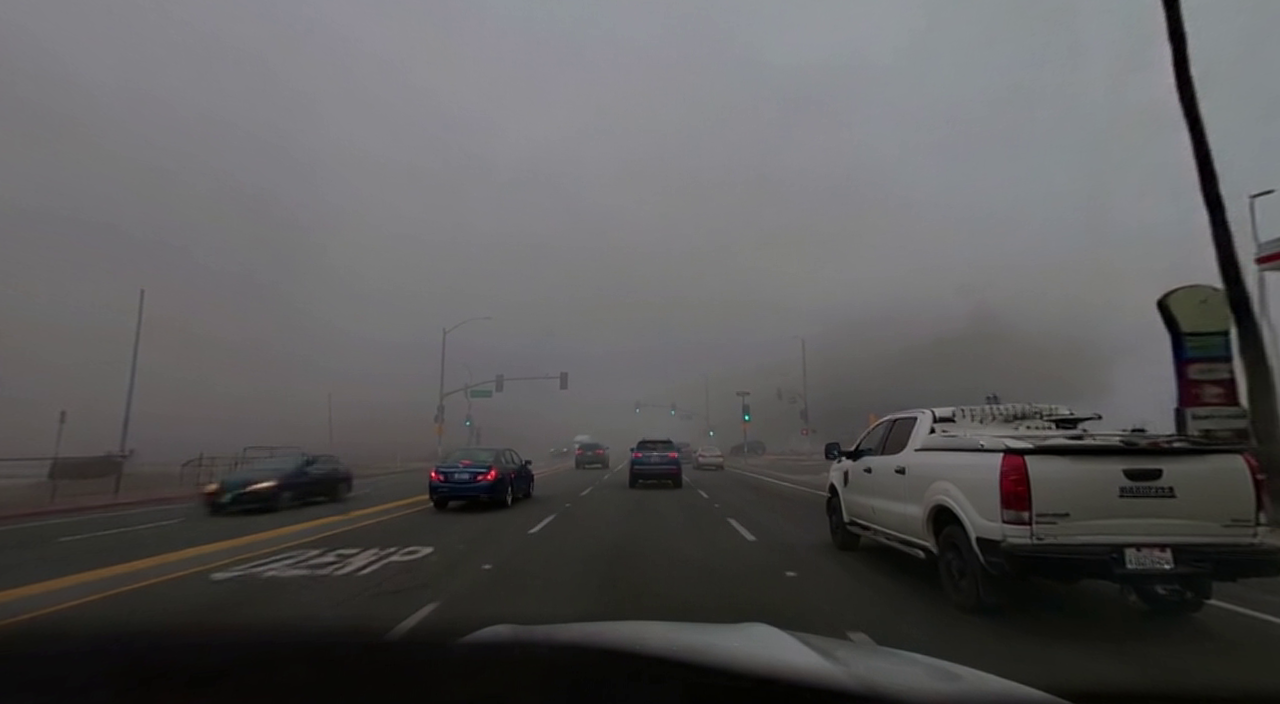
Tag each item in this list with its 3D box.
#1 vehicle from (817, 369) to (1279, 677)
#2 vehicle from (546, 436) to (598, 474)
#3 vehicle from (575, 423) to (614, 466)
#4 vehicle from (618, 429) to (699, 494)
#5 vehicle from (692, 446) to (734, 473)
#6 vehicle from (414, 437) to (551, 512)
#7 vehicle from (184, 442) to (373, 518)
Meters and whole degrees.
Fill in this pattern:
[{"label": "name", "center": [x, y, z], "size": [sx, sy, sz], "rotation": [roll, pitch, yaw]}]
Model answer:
[{"label": "vehicle", "center": [3.705, 1.407, 6.567], "size": [2.120, 1.828, 5.531], "rotation": [0, -8, 1]}, {"label": "vehicle", "center": [-3.485, 5.367, 32.912], "size": [2.071, 1.811, 4.605], "rotation": [0, -8, 2]}, {"label": "vehicle", "center": [-3.209, 6.628, 45.062], "size": [2.393, 2.865, 5.466], "rotation": [0, -8, 0]}, {"label": "vehicle", "center": [0.525, 3.515, 20.647], "size": [2.295, 1.835, 5.471], "rotation": [0, -8, 0]}, {"label": "vehicle", "center": [4.124, 6.096, 35.941], "size": [1.901, 1.401, 3.965], "rotation": [0, -8, 0]}, {"label": "vehicle", "center": [-3.539, 2.845, 15.143], "size": [1.983, 1.502, 4.720], "rotation": [0, -8, 1]}, {"label": "vehicle", "center": [-8.118, 2.860, 14.668], "size": [1.921, 1.489, 4.250], "rotation": [0, -8, -1]}]
